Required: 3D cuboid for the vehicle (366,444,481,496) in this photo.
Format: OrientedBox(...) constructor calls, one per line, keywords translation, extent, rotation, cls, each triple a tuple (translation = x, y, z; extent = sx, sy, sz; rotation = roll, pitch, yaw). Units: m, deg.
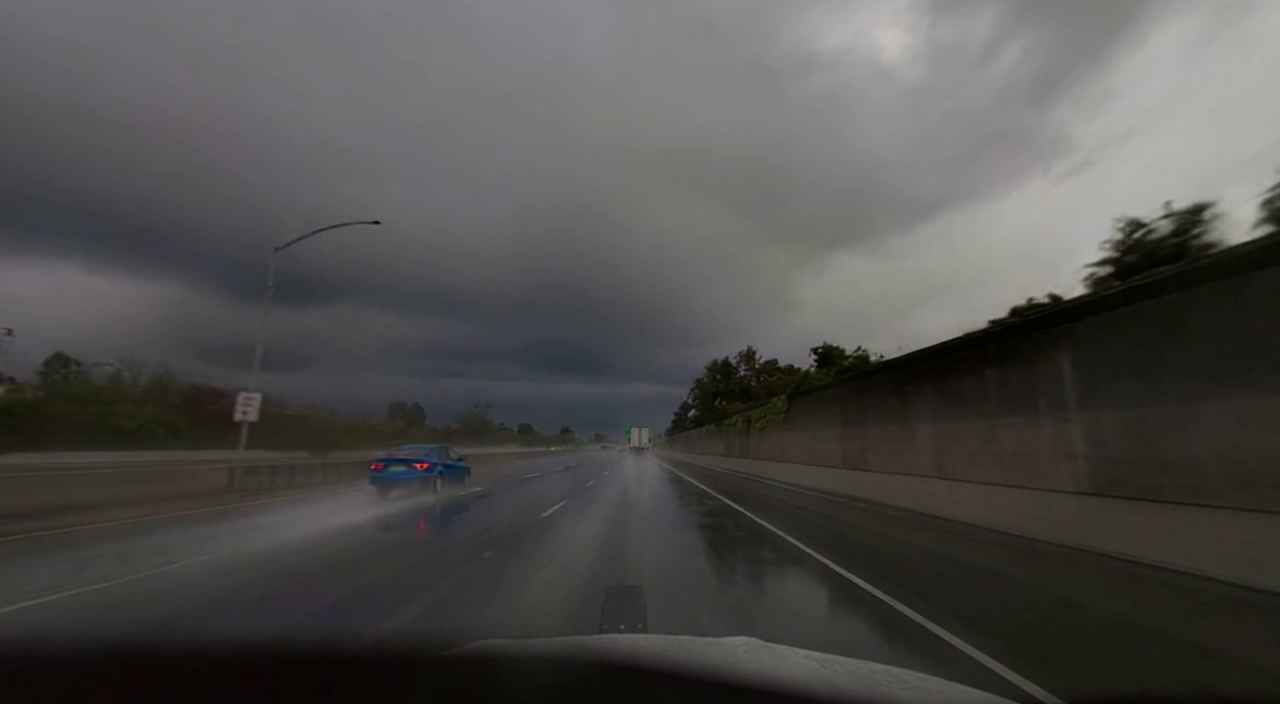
OrientedBox(translation=(-6.944, 3.828, 20.882), extent=(2.017, 1.468, 5.031), rotation=(0, -9, 0), cls="vehicle")
